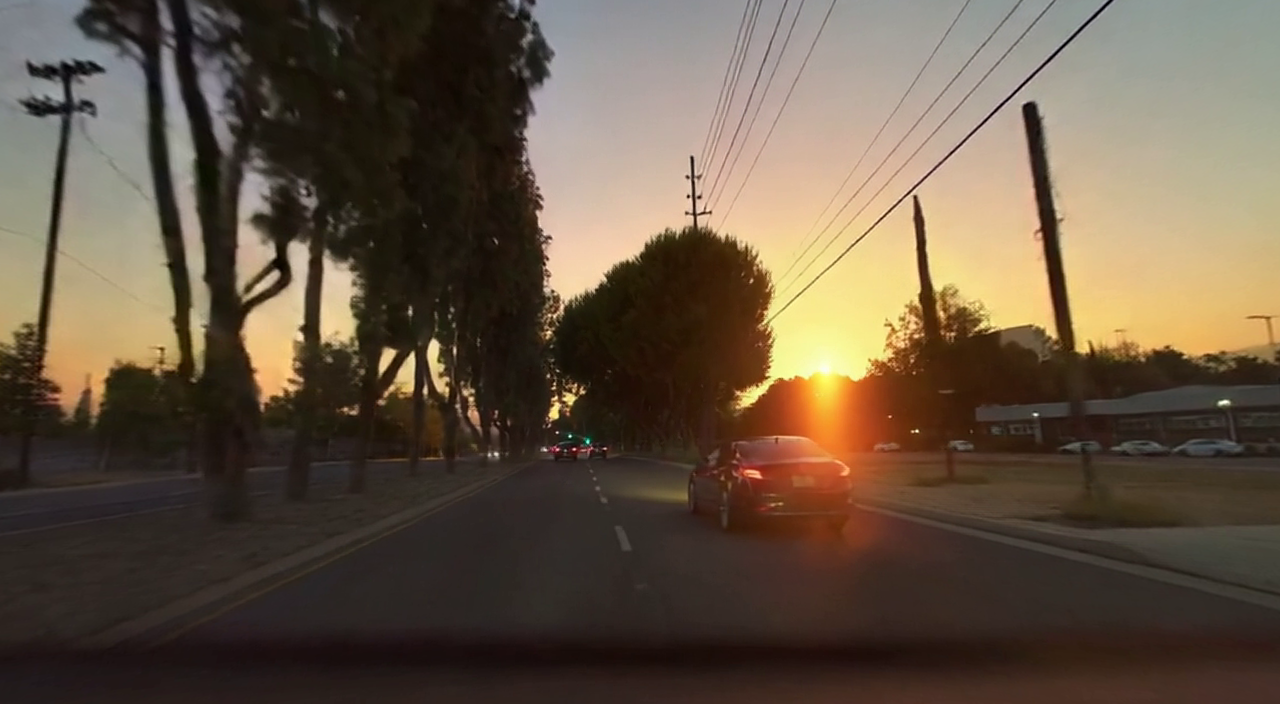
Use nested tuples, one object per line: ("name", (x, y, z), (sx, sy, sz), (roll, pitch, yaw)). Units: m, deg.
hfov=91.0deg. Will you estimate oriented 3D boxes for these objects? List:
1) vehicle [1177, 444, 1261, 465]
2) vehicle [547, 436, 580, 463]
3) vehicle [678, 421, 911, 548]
("vehicle", (44.394, 7.831, 48.401), (1.787, 1.503, 4.608), (1, -8, -4))
("vehicle", (-5.384, 6.921, 44.755), (2.189, 1.776, 4.342), (1, -8, -6))
("vehicle", (2.144, 2.055, 10.554), (2.235, 1.597, 4.918), (1, -8, -6))
